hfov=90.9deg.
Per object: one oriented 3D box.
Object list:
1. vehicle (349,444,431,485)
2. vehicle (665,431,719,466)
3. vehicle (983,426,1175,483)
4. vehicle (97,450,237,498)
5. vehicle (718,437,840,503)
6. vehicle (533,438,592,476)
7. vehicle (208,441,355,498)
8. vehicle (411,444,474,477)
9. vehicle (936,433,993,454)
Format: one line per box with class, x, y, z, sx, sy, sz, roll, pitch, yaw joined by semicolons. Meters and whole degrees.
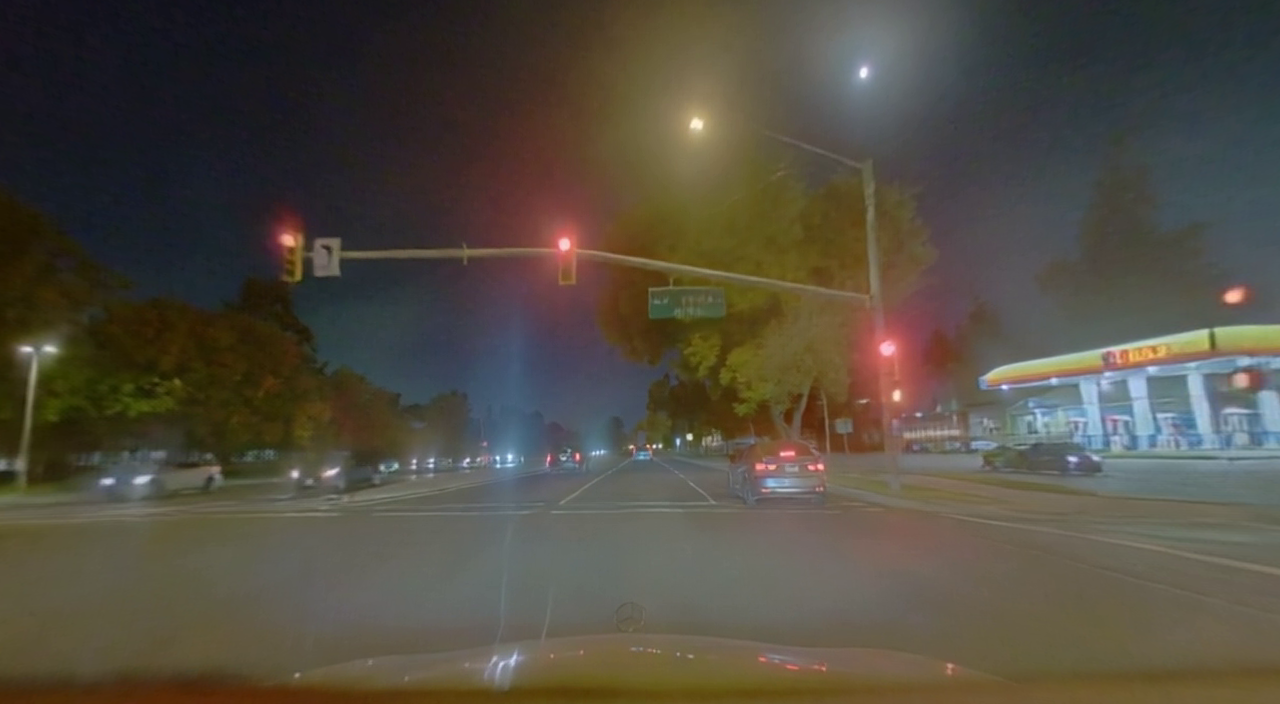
vehicle;-11.298;5.072;28.842;1.909;1.467;4.522;-2;-6;0
vehicle;3.433;6.579;43.199;3.245;2.199;6.295;0;-8;1
vehicle;17.209;3.992;25.389;2.766;1.917;6.394;-1;-7;-5
vehicle;-18.358;4.724;24.766;2.150;1.654;4.279;0;-8;0
vehicle;3.461;3.042;16.736;2.095;1.475;4.686;0;-8;-1
vehicle;-3.733;5.153;31.119;2.250;1.713;4.422;0;-8;1
vehicle;-11.553;3.776;20.801;2.091;1.644;4.645;0;-8;0
vehicle;-11.248;6.176;36.279;2.004;1.509;4.932;-1;-6;1
vehicle;24.191;6.856;47.158;1.921;1.463;4.380;0;-8;0
